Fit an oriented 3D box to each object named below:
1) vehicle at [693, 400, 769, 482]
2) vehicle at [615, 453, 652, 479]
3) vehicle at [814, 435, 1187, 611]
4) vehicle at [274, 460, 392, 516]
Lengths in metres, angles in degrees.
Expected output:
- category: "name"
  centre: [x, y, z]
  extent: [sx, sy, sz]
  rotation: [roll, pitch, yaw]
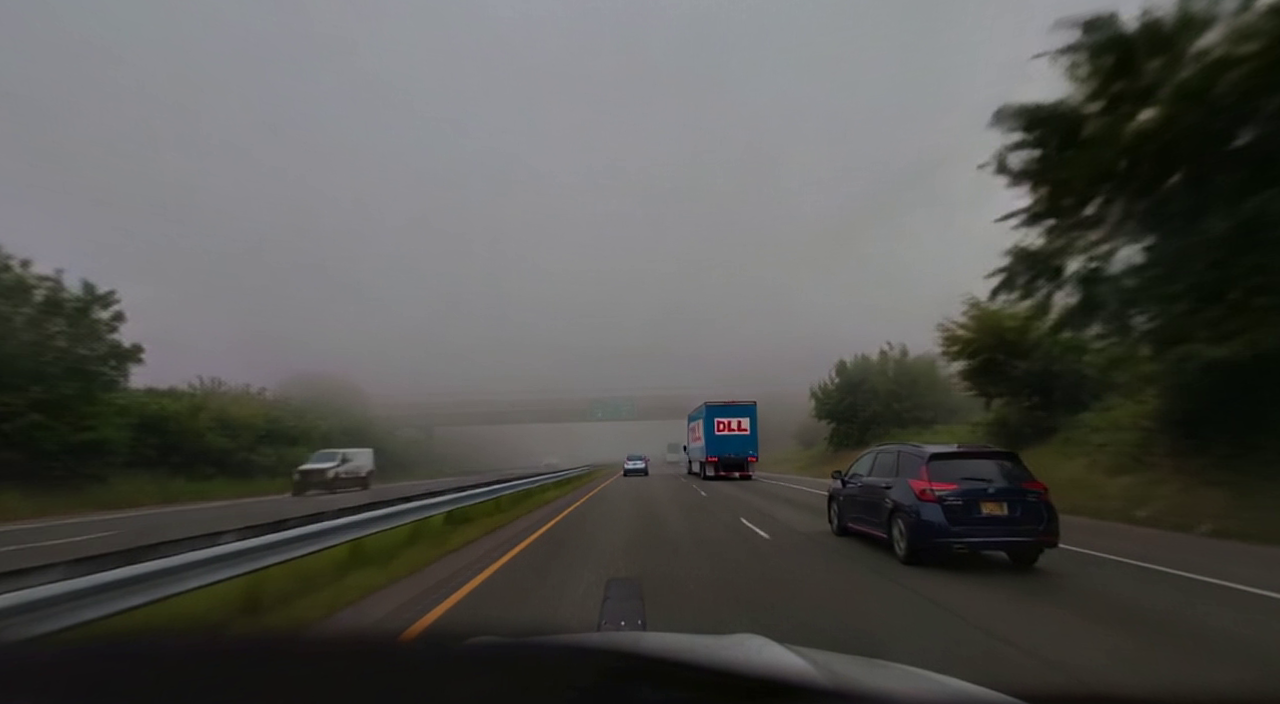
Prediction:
- category: "vehicle"
  centre: [4.797, 4.959, 34.894]
  extent: [2.838, 3.985, 8.010]
  rotation: [0, -9, -1]
- category: "vehicle"
  centre: [-0.369, 6.768, 37.599]
  extent: [2.055, 1.445, 3.661]
  rotation: [0, -9, 0]
- category: "vehicle"
  centre: [3.637, 1.777, 7.468]
  extent: [1.894, 1.452, 4.164]
  rotation: [0, -9, -1]
- category: "vehicle"
  centre: [-8.990, 3.968, 18.776]
  extent: [1.728, 1.425, 3.494]
  rotation: [0, -9, 0]
